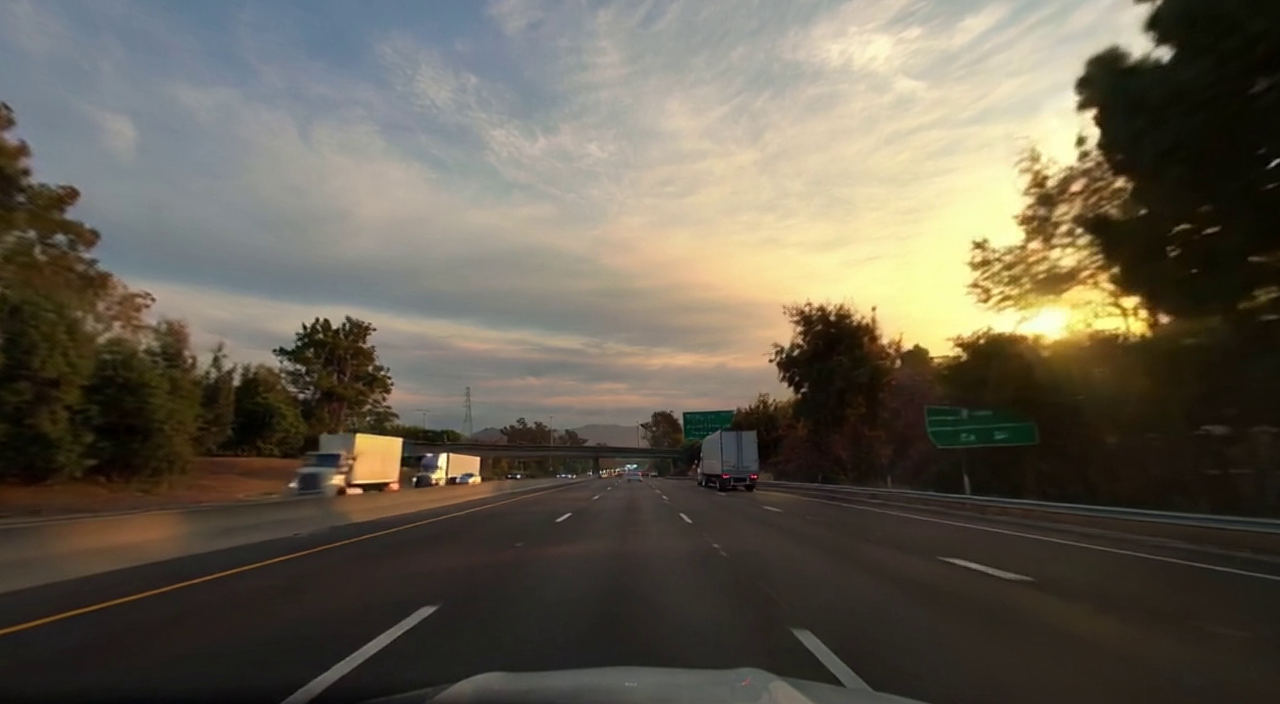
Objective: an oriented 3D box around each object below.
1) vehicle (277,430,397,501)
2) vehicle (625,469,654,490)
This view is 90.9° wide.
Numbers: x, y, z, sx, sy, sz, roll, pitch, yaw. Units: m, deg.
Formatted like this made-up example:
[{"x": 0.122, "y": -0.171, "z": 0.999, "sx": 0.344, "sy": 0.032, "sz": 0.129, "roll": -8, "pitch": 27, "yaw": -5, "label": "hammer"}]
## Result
[{"x": -15.217, "y": 5.851, "z": 32.380, "sx": 2.627, "sy": 3.182, "sz": 7.238, "roll": 1, "pitch": -11, "yaw": -2, "label": "vehicle"}, {"x": -0.056, "y": 9.279, "z": 46.037, "sx": 2.029, "sy": 1.459, "sz": 3.684, "roll": 1, "pitch": -10, "yaw": 0, "label": "vehicle"}]
